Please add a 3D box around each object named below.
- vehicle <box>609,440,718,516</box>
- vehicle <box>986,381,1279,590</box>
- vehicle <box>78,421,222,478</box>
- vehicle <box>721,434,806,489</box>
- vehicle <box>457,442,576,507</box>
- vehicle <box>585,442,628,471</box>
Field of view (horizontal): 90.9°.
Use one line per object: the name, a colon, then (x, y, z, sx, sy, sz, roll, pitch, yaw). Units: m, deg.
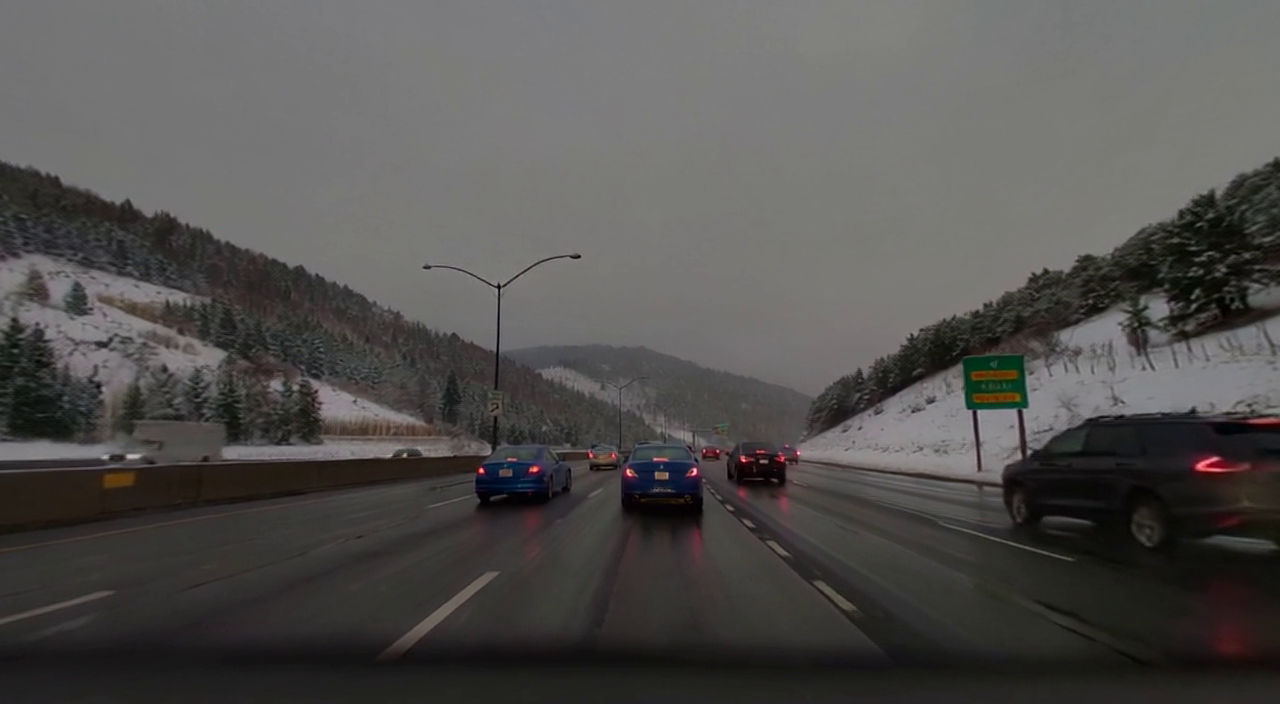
vehicle: (0.510, 2.709, 14.071, 2.072, 1.431, 3.904, 0, -9, 2)
vehicle: (6.802, 1.523, 7.873, 2.210, 1.831, 4.843, 0, -9, 0)
vehicle: (-27.751, 5.575, 36.207, 2.798, 2.946, 6.499, -1, -9, 2)
vehicle: (4.191, 3.794, 22.232, 2.083, 1.693, 4.740, 0, -9, 1)
vehicle: (-3.015, 3.090, 16.456, 2.017, 1.446, 4.384, -1, -9, 3)
vehicle: (-1.936, 6.245, 37.868, 2.034, 1.572, 4.444, -1, -9, 4)
